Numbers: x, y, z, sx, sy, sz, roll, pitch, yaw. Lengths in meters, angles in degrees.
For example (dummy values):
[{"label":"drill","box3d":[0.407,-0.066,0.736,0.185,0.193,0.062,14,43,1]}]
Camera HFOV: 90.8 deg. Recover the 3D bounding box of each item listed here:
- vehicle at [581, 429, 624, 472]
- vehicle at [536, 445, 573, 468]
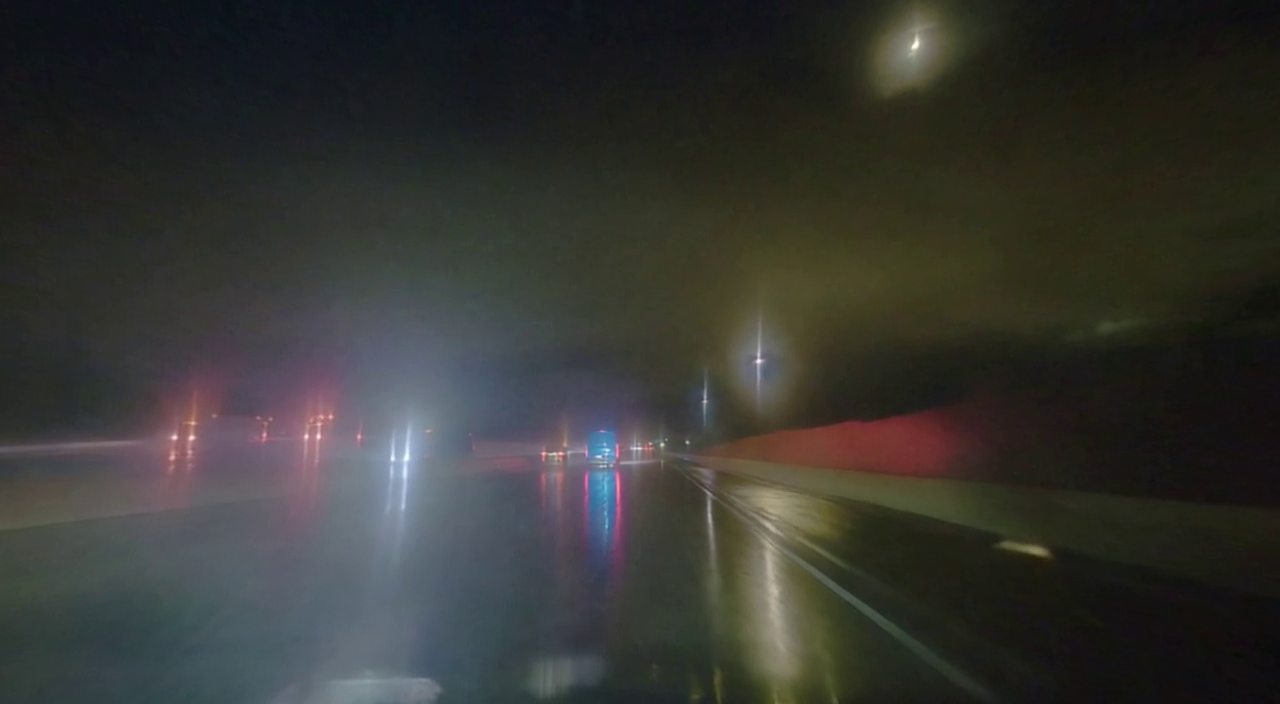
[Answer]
[{"label":"vehicle","box3d":[-2.387,6.491,41.627,2.437,2.565,5.829,0,-9,0]},{"label":"vehicle","box3d":[-6.541,8.072,48.735,2.164,1.664,4.252,0,-9,1]}]
